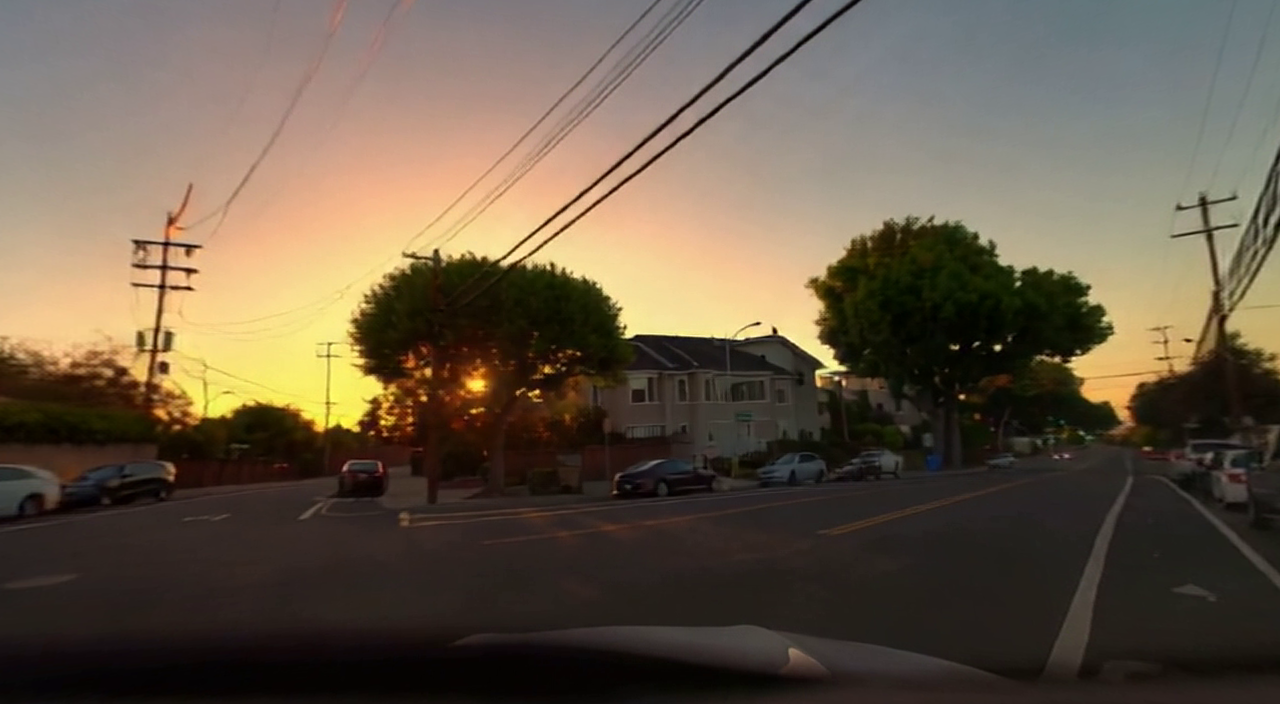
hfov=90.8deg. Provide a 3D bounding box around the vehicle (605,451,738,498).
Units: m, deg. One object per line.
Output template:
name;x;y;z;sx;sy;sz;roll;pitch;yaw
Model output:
vehicle;1.281;4.584;23.129;2.136;1.431;5.197;-12;-18;37

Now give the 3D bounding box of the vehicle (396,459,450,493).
vehicle;-12.354;7.051;36.220;1.989;1.683;3.918;0;-8;-4

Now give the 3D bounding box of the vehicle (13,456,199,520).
vehicle;-19.216;4.860;23.238;2.283;1.909;5.692;1;-8;-6

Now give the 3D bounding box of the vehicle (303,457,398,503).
vehicle;-11.408;5.028;25.271;1.981;1.579;4.446;0;-8;-4

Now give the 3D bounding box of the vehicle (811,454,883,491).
vehicle;11.985;6.835;36.349;2.089;1.837;5.499;-7;-11;38

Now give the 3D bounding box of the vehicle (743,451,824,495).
vehicle;6.864;5.631;29.878;1.937;1.837;4.414;-7;-11;38

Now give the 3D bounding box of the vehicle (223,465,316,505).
vehicle;-20.565;7.380;35.402;2.287;1.830;5.343;0;-8;-5
